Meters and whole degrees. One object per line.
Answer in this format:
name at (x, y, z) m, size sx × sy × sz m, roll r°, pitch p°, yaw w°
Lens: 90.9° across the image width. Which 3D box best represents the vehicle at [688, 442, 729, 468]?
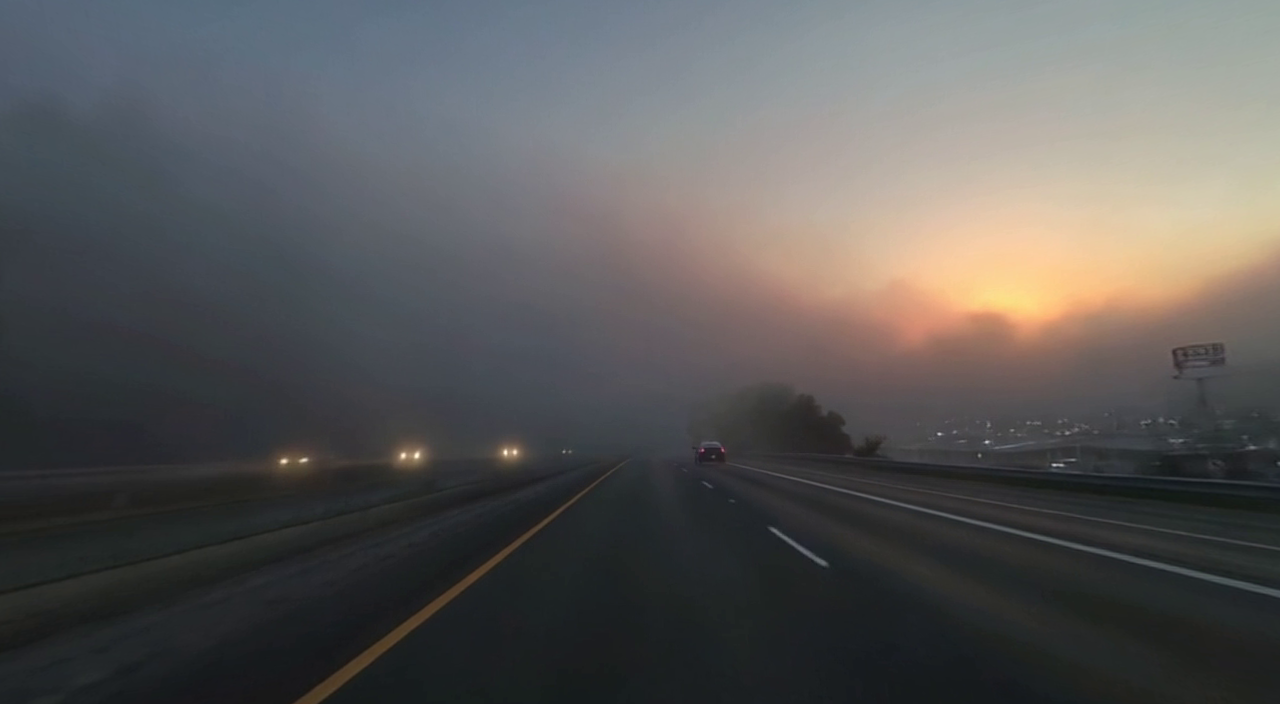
vehicle at (4.207, 6.381, 39.286) m, size 2.062 × 1.518 × 4.026 m, roll 0°, pitch -8°, yaw 0°
